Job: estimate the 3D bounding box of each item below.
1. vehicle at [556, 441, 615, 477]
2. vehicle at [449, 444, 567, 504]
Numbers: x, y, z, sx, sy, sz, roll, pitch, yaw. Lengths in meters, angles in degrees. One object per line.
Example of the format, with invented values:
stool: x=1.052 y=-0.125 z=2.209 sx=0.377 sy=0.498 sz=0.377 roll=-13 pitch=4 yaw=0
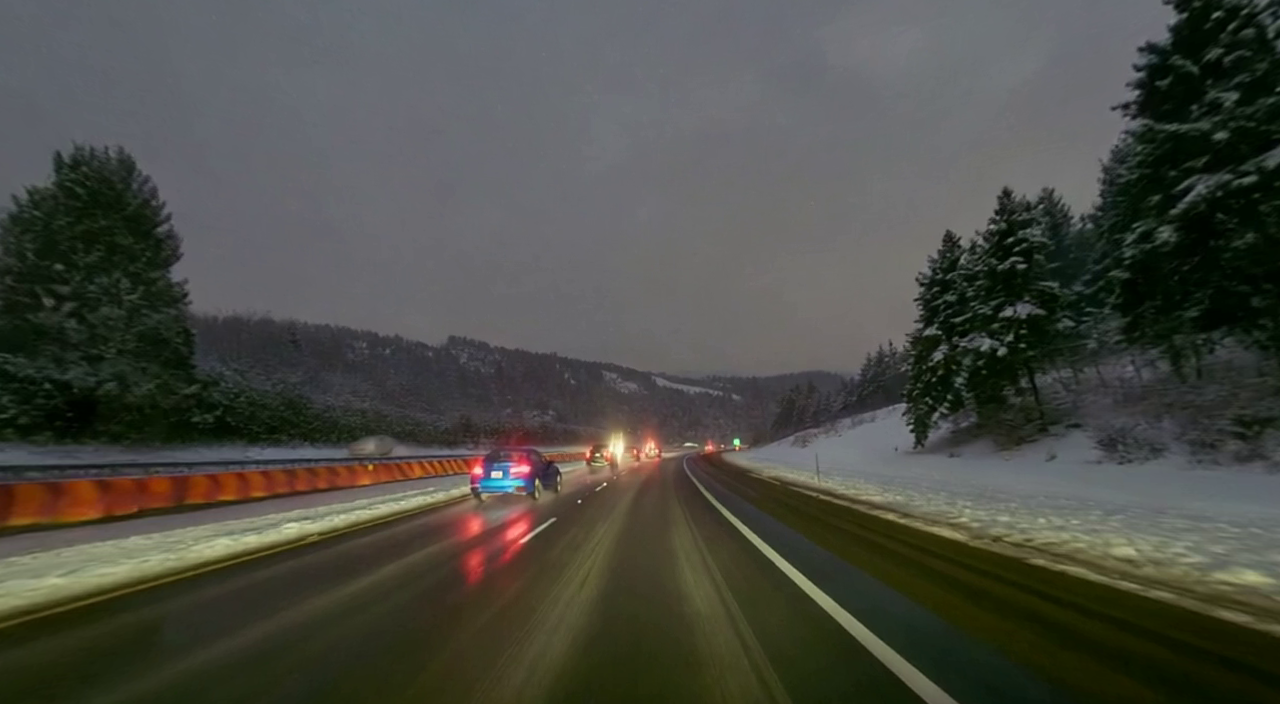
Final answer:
vehicle: x=-2.369 y=4.785 z=28.270 sx=2.094 sy=1.480 sz=4.124 roll=-1 pitch=-9 yaw=3
vehicle: x=-3.169 y=3.034 z=16.062 sx=2.061 sy=1.330 sz=3.928 roll=0 pitch=-9 yaw=2
